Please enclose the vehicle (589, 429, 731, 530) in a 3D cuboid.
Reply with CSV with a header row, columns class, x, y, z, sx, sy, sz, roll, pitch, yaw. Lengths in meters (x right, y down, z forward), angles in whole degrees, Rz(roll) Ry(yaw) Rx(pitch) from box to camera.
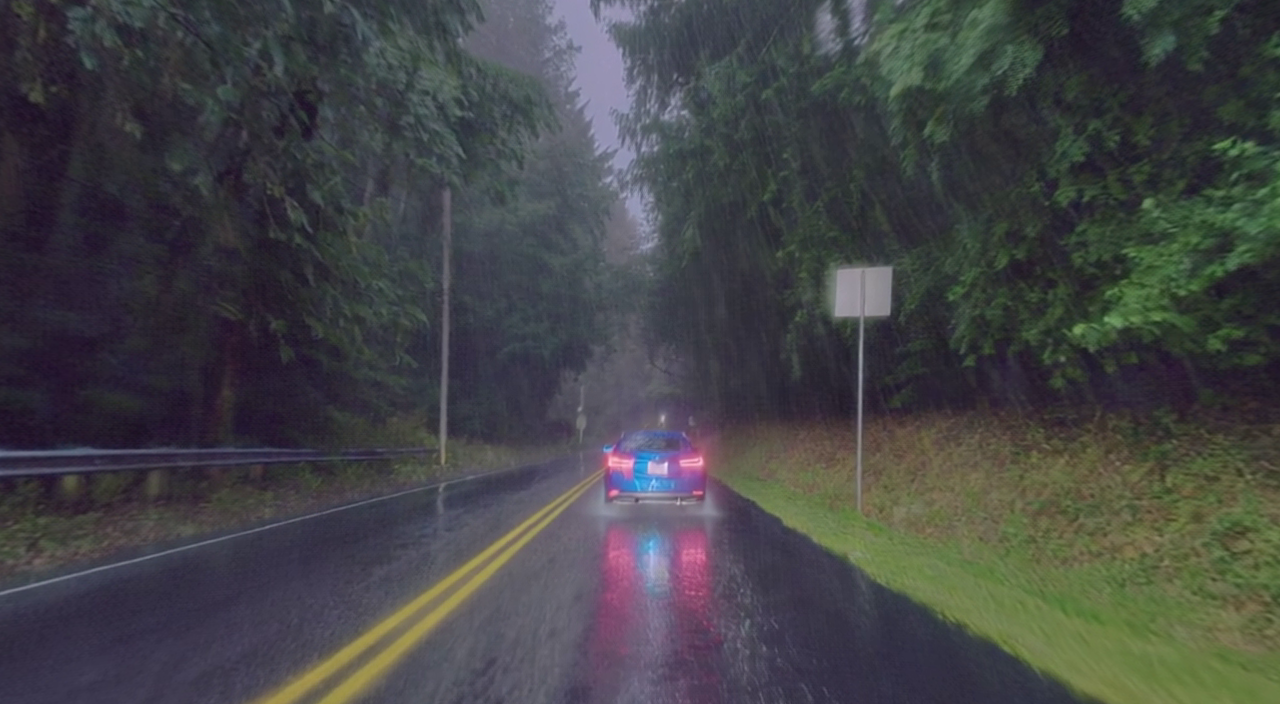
class,x,y,z,sx,sy,sz,roll,pitch,yaw
vehicle,0.320,2.255,11.671,2.187,1.533,3.726,0,-8,0
